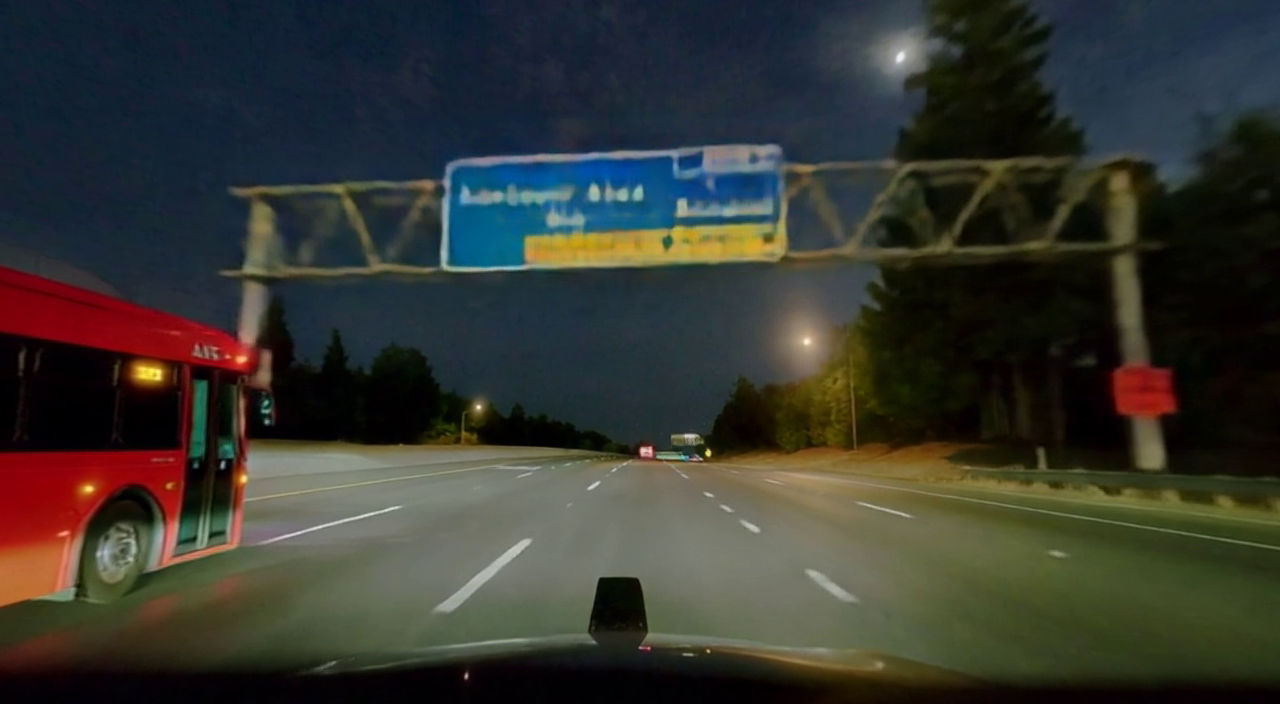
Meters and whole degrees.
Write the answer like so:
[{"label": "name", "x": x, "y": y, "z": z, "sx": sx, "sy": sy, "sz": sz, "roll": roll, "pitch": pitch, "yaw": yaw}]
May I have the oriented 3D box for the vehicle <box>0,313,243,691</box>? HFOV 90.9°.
[{"label": "vehicle", "x": -4.470, "y": 0.693, "z": 2.648, "sx": 2.127, "sy": 1.985, "sz": 5.205, "roll": 0, "pitch": -8, "yaw": 1}]
